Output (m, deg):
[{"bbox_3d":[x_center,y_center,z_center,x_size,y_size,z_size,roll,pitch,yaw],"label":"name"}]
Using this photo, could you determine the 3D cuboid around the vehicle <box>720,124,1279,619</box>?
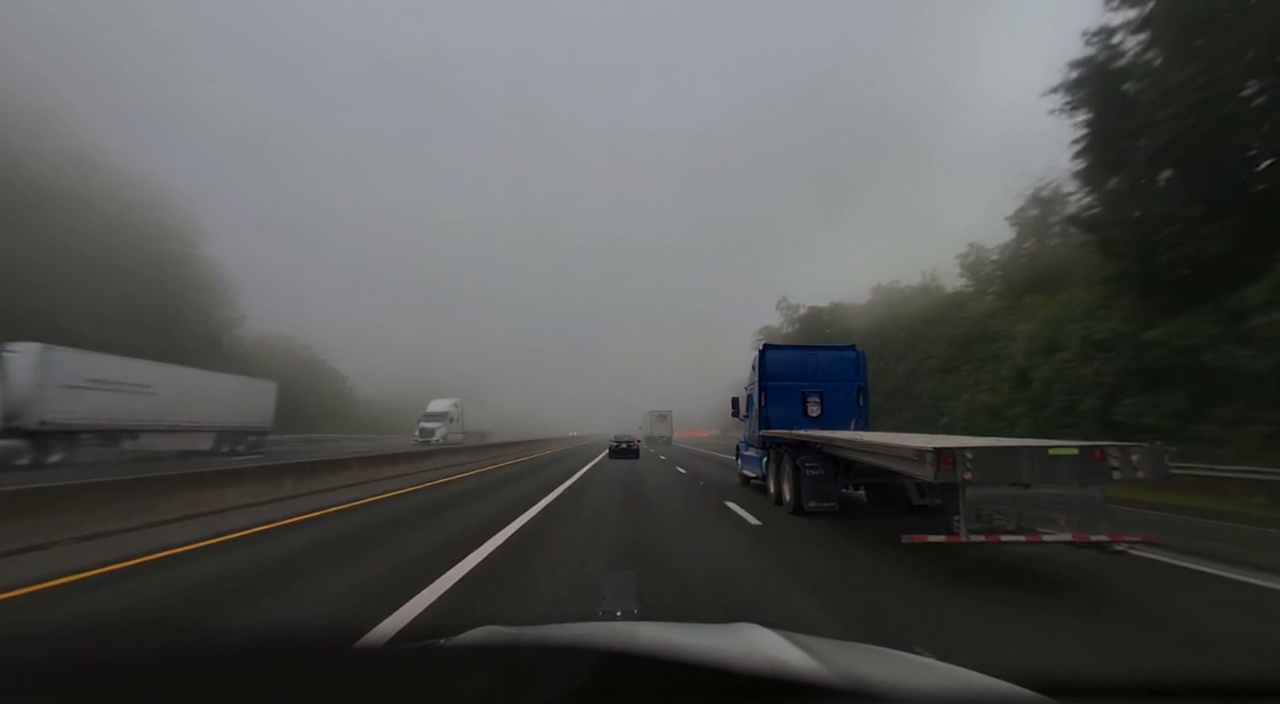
[{"bbox_3d":[3.584,0.768,10.032,2.919,3.634,10.888,0,-8,-1],"label":"vehicle"}]

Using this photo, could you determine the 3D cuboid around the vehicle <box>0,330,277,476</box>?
[{"bbox_3d":[-19.386,2.291,24.071,2.857,4.045,13.948,0,-8,0],"label":"vehicle"}]

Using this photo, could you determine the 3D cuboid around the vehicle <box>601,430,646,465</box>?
[{"bbox_3d":[-0.748,4.345,28.819,1.929,1.469,3.677,0,-8,-1],"label":"vehicle"}]
